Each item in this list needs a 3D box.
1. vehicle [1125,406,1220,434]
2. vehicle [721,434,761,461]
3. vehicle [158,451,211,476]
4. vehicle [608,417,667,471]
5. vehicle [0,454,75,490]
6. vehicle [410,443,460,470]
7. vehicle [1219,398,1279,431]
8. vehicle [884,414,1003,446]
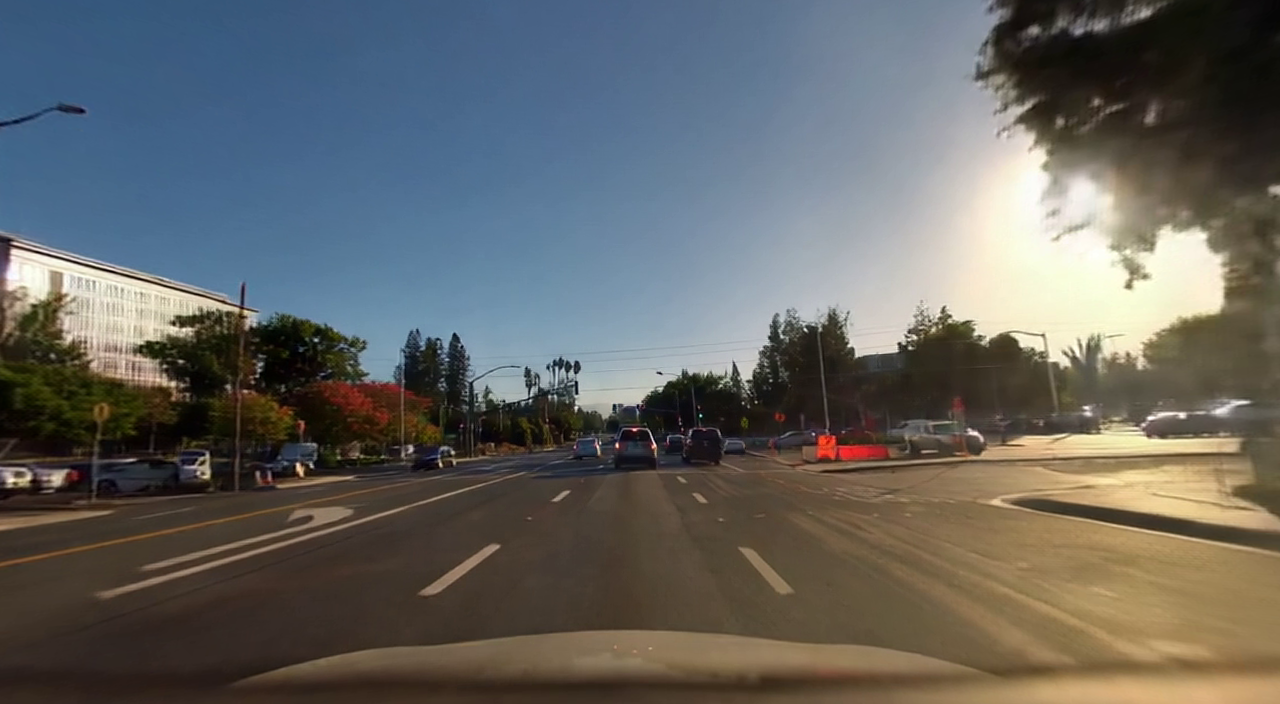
[{"bbox_3d":[31.025,4.054,36.868,1.810,1.448,4.550,-1,-9,4],"label":"vehicle"},{"bbox_3d":[5.921,5.647,37.324,2.145,1.503,4.267,-1,-9,7],"label":"vehicle"},{"bbox_3d":[-33.220,8.082,45.843,4.692,1.720,1.941,-7,-11,40],"label":"vehicle"},{"bbox_3d":[-0.139,4.096,28.035,2.350,2.122,5.801,0,-9,-1],"label":"vehicle"},{"bbox_3d":[-28.010,5.269,27.706,1.842,1.477,4.393,-8,-12,42],"label":"vehicle"},{"bbox_3d":[-13.013,6.647,40.159,1.887,1.536,4.088,-2,-8,-1],"label":"vehicle"},{"bbox_3d":[35.609,3.679,36.471,1.999,1.667,4.518,-5,-10,31],"label":"vehicle"},{"bbox_3d":[15.004,3.925,31.212,4.986,1.467,2.025,-6,-10,34],"label":"vehicle"}]
